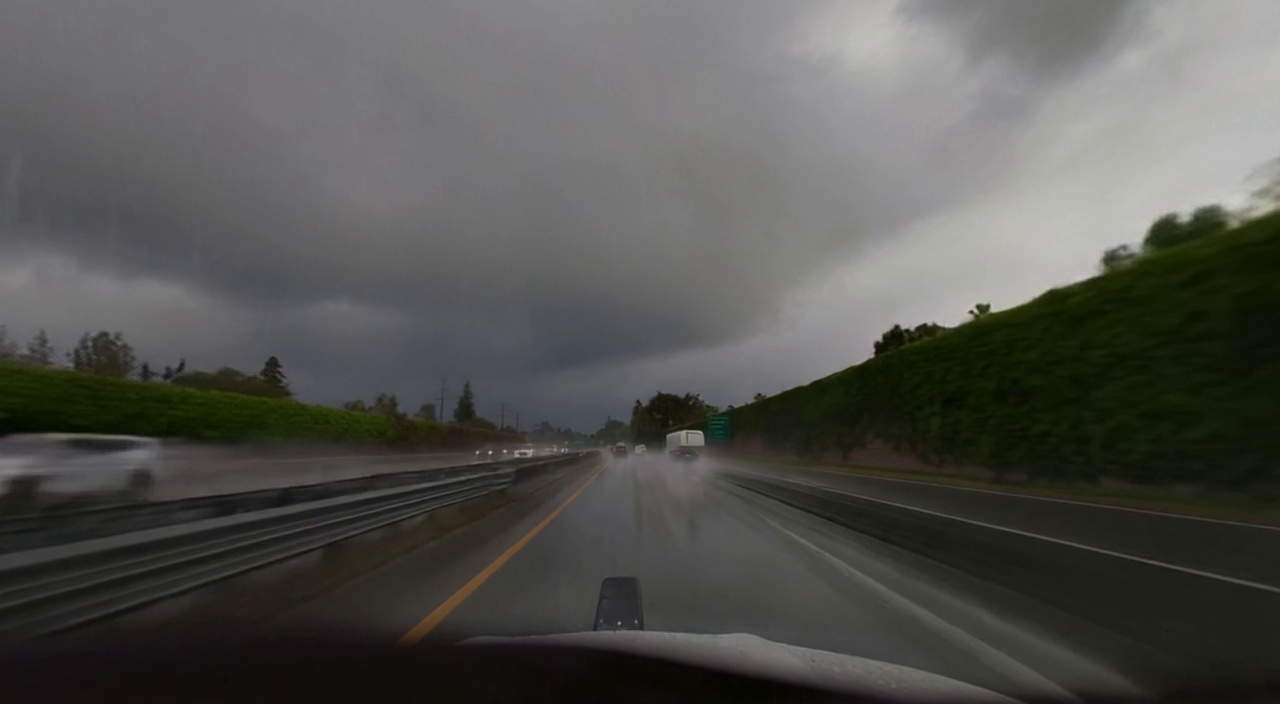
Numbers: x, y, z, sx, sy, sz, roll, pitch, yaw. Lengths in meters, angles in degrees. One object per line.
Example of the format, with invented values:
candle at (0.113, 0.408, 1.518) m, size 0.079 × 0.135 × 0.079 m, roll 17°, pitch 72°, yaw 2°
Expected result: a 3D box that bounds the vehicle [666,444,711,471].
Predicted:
vehicle at (2.888, 6.390, 38.126) m, size 2.244 × 1.498 × 4.338 m, roll 0°, pitch -9°, yaw -2°
